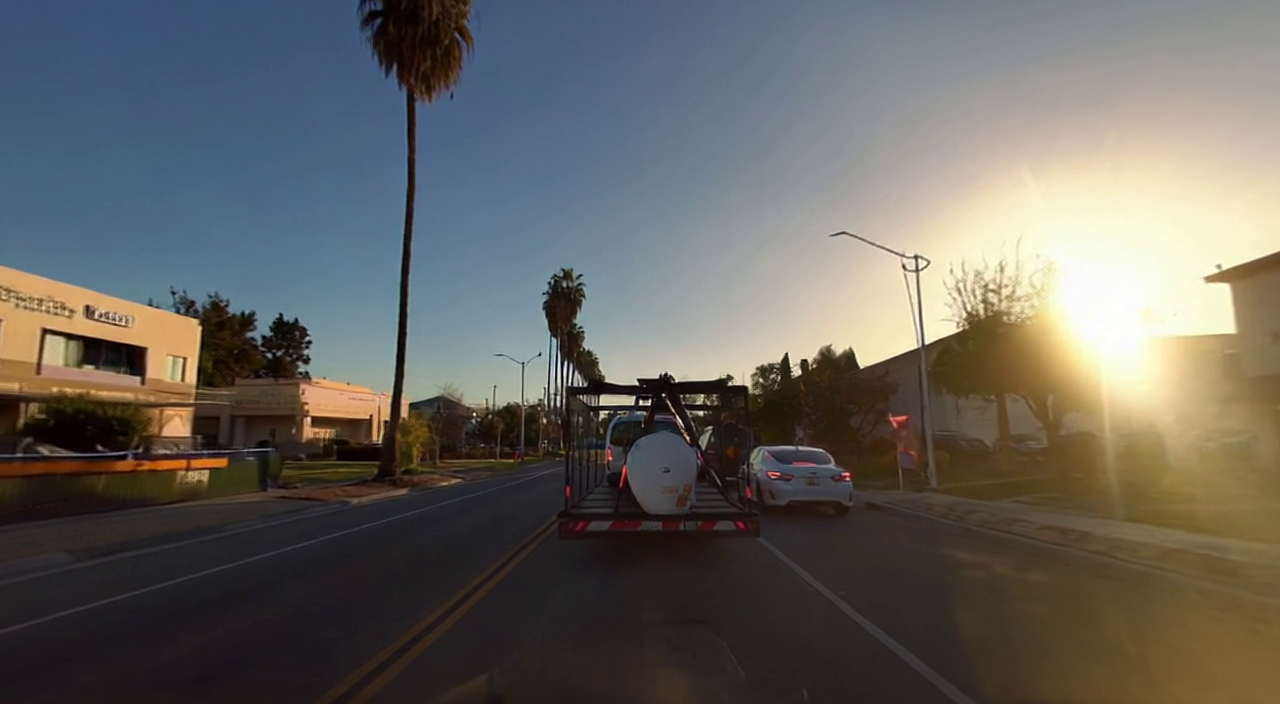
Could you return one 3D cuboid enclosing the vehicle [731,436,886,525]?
[{"bbox_3d":[3.206,2.516,12.903,2.010,1.499,4.107,0,-8,0],"label":"vehicle"}]

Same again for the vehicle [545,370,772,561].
[{"bbox_3d":[0.200,1.834,10.898,2.728,2.305,6.506,0,-8,0],"label":"vehicle"}]

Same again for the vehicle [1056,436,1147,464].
[{"bbox_3d":[28.528,6.071,38.971,4.193,1.633,1.928,-4,-9,26],"label":"vehicle"}]
